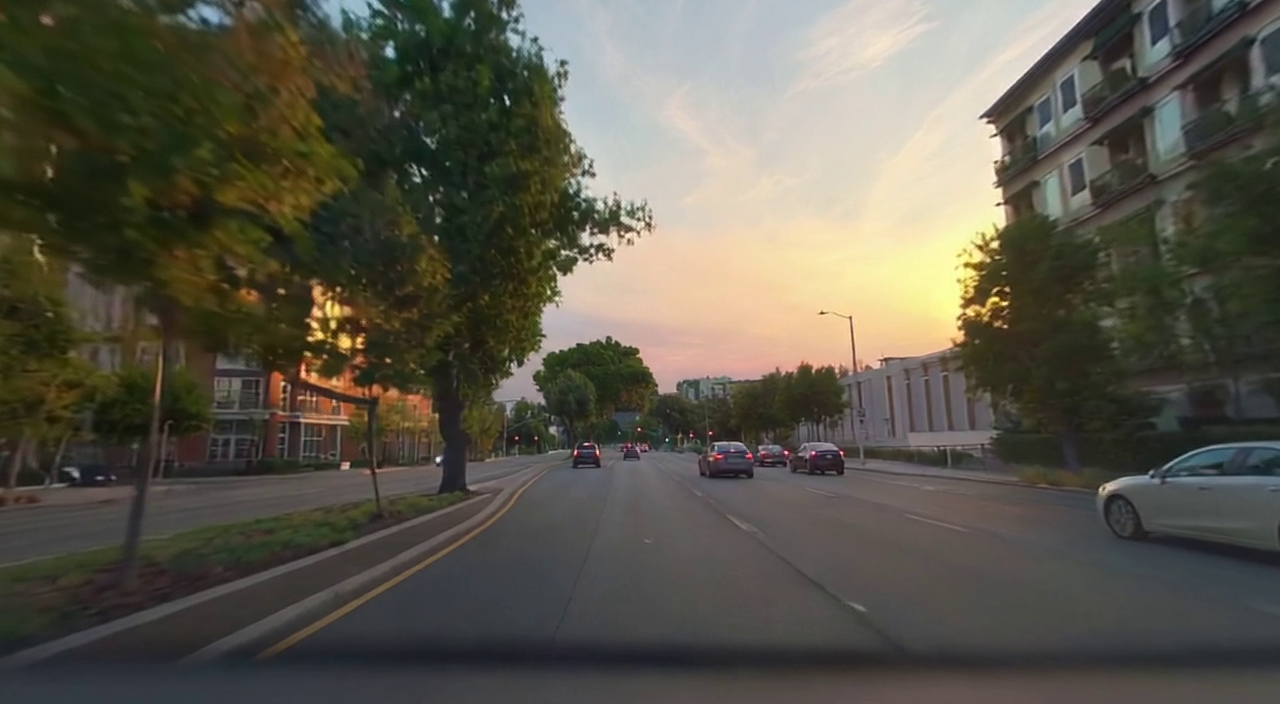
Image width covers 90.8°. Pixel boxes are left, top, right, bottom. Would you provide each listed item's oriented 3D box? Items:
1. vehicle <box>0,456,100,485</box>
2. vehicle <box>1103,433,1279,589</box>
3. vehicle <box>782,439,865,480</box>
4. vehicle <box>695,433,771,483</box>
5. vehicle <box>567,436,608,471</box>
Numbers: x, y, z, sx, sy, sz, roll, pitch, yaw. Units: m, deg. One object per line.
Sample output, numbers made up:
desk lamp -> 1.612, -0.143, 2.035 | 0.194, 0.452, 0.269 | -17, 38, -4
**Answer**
vehicle -> -33.908, 6.758, 36.013 | 4.468, 1.535, 1.940 | 0, -8, 1
vehicle -> 6.893, 1.471, 5.855 | 1.830, 1.443, 4.351 | 0, -8, -1
vehicle -> 7.421, 4.386, 26.067 | 1.944, 1.503, 4.723 | 0, -8, -1
vehicle -> 3.546, 4.162, 25.102 | 2.152, 1.742, 4.704 | 0, -8, -2
vehicle -> -2.880, 5.648, 35.323 | 2.155, 1.797, 3.989 | 0, -8, -3
